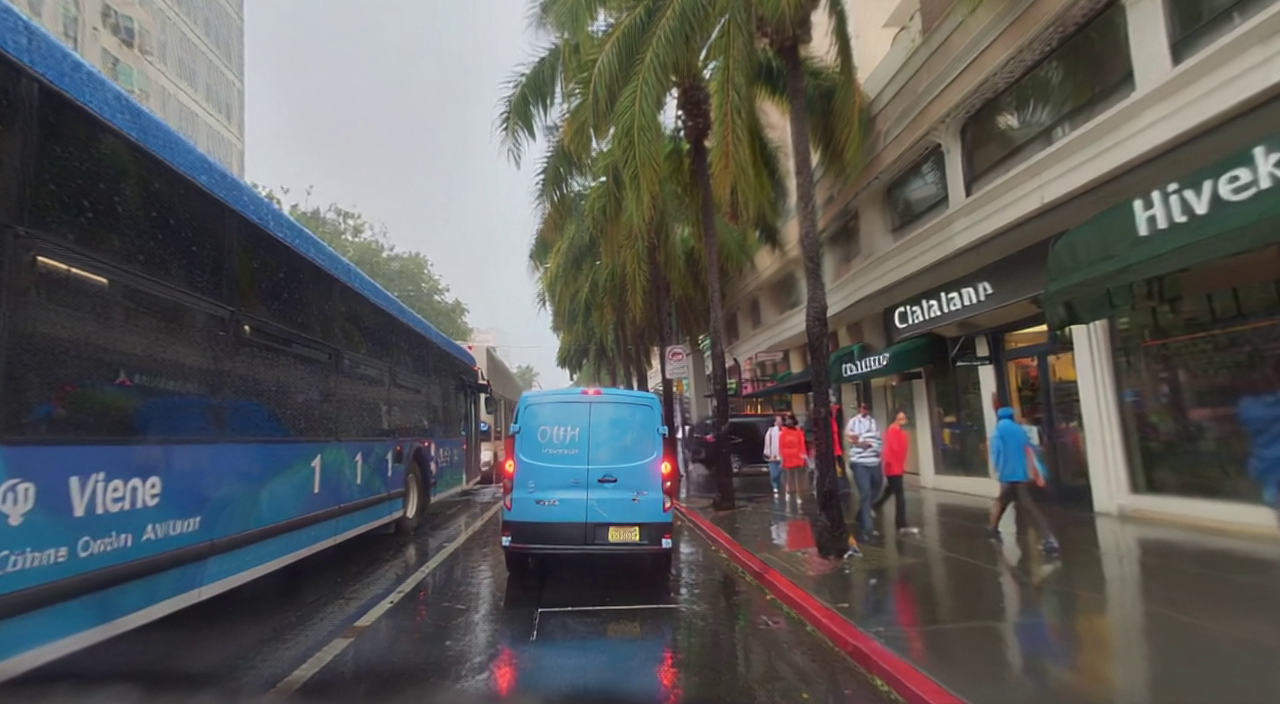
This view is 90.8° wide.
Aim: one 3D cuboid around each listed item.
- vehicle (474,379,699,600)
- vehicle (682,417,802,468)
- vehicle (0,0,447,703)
[{"bbox_3d":[-0.791,1.521,7.802,2.002,1.907,4.211,1,-9,-9],"label":"vehicle"},{"bbox_3d":[4.643,4.182,29.237,4.996,2.251,2.283,1,-8,-6],"label":"vehicle"},{"bbox_3d":[-3.761,0.129,3.037,2.863,3.233,11.573,0,-8,-4],"label":"vehicle"}]
